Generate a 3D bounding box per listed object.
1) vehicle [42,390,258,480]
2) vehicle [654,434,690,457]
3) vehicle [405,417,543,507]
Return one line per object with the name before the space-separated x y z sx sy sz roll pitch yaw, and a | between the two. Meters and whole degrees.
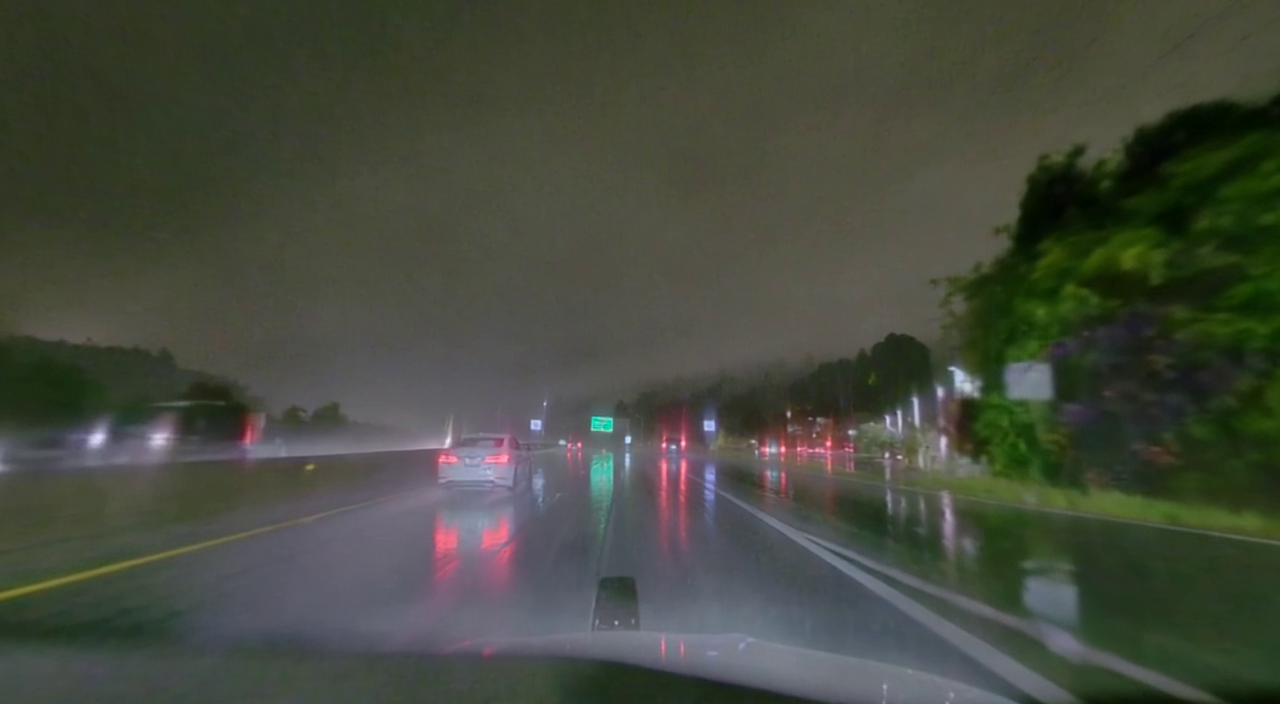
vehicle | -17.642 3.113 23.412 2.697 2.823 6.718 0 -8 -2
vehicle | 2.354 7.007 47.299 2.078 1.608 3.982 0 -8 -5
vehicle | -3.600 2.465 14.595 2.080 1.733 4.410 0 -8 -1
